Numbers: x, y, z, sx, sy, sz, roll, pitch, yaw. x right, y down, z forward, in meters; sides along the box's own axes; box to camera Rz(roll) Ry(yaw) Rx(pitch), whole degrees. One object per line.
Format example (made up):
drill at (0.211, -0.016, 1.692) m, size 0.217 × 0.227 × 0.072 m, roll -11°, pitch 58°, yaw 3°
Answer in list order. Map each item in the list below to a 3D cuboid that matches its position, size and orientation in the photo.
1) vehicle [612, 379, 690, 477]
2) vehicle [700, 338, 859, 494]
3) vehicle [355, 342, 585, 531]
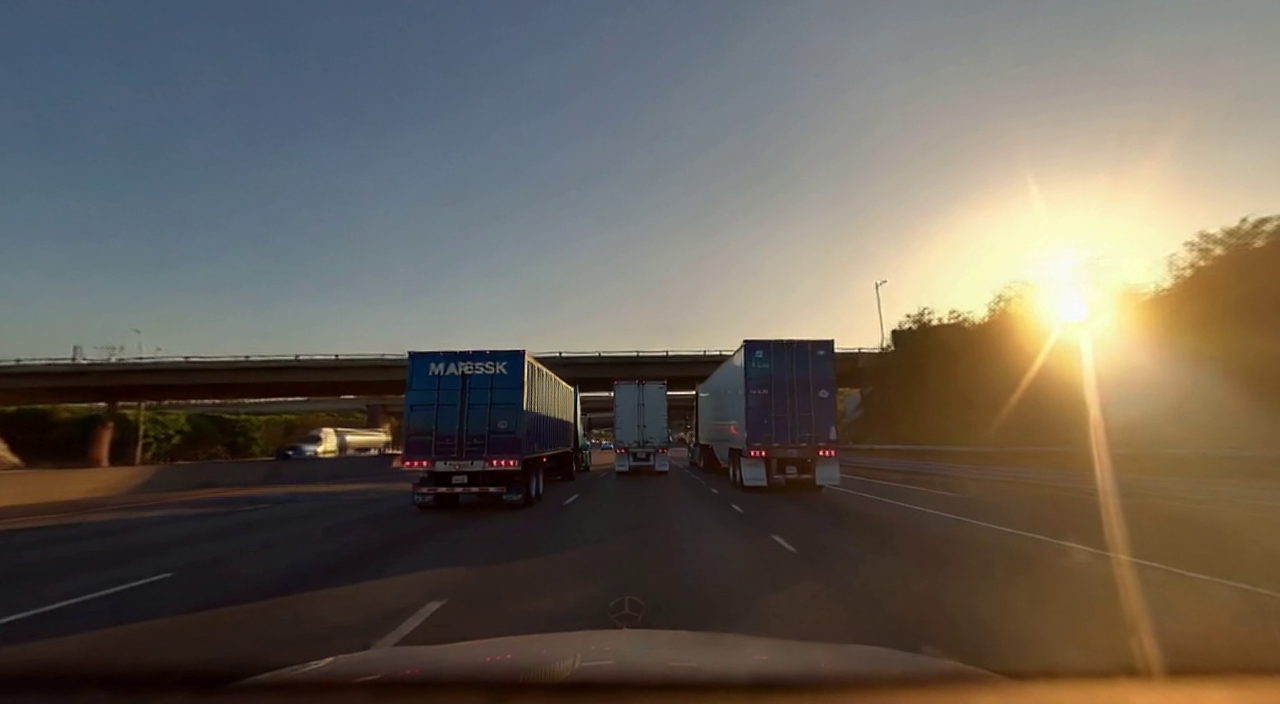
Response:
vehicle at (0.551, 4.302, 34.116) m, size 3.097 × 3.856 × 18.209 m, roll 0°, pitch -8°, yaw 1°
vehicle at (4.418, 2.742, 24.241) m, size 2.887 × 4.178 × 14.553 m, roll 0°, pitch -8°, yaw 0°
vehicle at (-3.403, 2.228, 16.441) m, size 2.786 × 3.228 × 11.082 m, roll 0°, pitch -8°, yaw 1°
